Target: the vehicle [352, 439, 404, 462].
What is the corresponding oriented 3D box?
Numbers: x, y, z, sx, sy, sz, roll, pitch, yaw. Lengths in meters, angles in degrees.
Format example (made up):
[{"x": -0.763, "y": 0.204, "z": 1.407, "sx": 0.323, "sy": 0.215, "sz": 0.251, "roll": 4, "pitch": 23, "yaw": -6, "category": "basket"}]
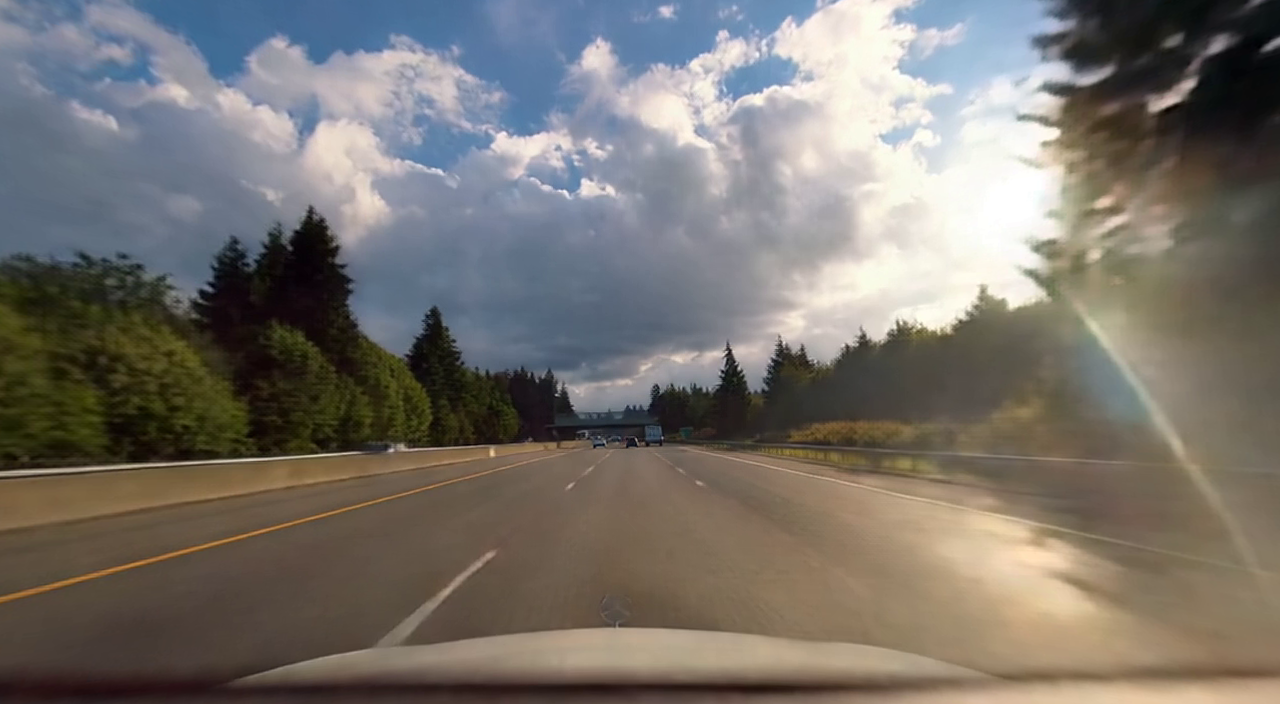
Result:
[{"x": -17.085, "y": 6.443, "z": 41.271, "sx": 1.845, "sy": 1.402, "sz": 3.609, "roll": 0, "pitch": -8, "yaw": -1, "category": "vehicle"}]
